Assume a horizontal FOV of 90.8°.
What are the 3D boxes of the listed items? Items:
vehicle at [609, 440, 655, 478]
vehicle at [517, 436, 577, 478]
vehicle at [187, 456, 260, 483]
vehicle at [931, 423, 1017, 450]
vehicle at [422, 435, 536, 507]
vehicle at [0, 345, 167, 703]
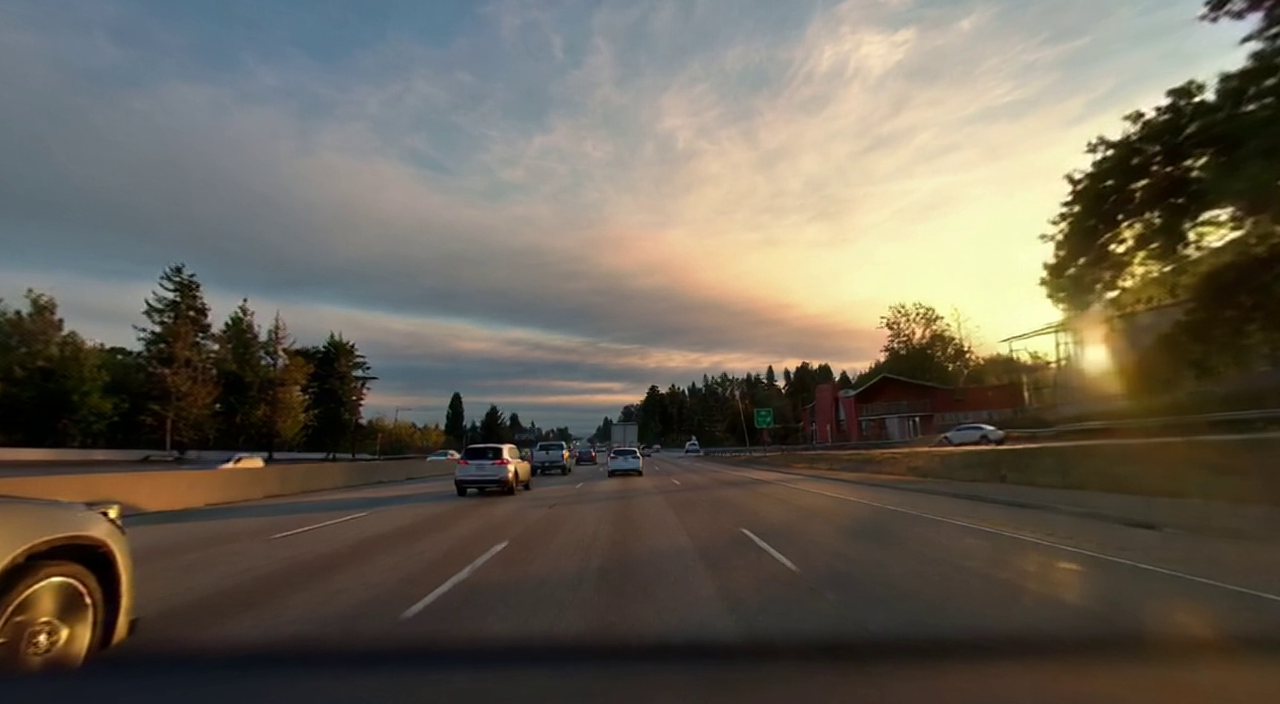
[{"bbox_3d":[-0.400,5.132,30.574,2.063,1.703,4.203,0,-9,-1],"label":"vehicle"},{"bbox_3d":[-4.603,5.301,32.108,2.301,1.944,5.482,0,-9,-1],"label":"vehicle"},{"bbox_3d":[-28.173,7.955,42.917,1.996,1.677,4.250,0,-9,1],"label":"vehicle"},{"bbox_3d":[19.262,4.966,36.677,1.894,1.458,4.268,3,-9,-16],"label":"vehicle"},{"bbox_3d":[-4.103,3.095,16.842,1.988,1.668,4.021,0,-9,0],"label":"vehicle"},{"bbox_3d":[-3.480,0.615,0.984,2.027,1.713,4.490,0,-9,-1],"label":"vehicle"}]
